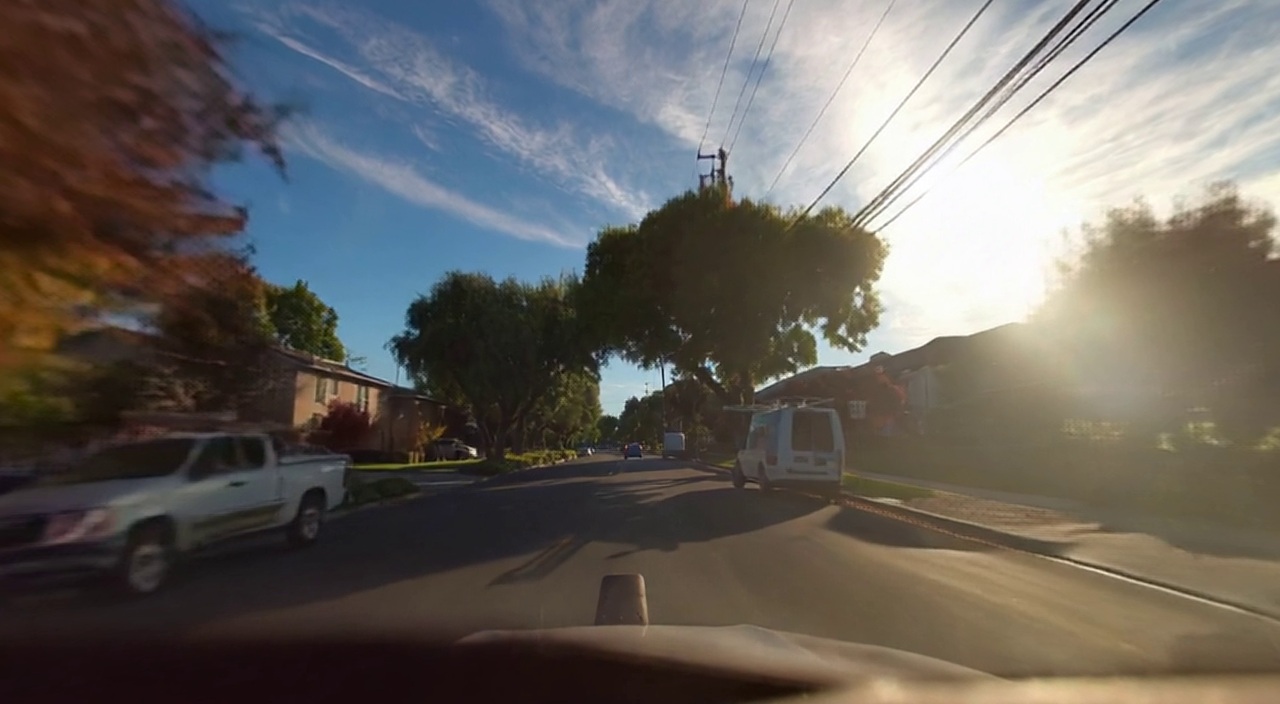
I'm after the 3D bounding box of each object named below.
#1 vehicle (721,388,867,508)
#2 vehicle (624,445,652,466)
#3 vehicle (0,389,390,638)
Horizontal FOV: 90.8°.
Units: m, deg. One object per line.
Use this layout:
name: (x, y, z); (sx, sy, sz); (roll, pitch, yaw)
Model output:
vehicle: (3.983, 2.700, 17.804); (2.384, 2.791, 5.899); (1, -9, -2)
vehicle: (-0.185, 8.066, 49.404); (2.062, 1.509, 4.305); (0, -8, -1)
vehicle: (-5.804, 1.811, 8.604); (2.284, 2.119, 5.984); (-4, -7, 1)
